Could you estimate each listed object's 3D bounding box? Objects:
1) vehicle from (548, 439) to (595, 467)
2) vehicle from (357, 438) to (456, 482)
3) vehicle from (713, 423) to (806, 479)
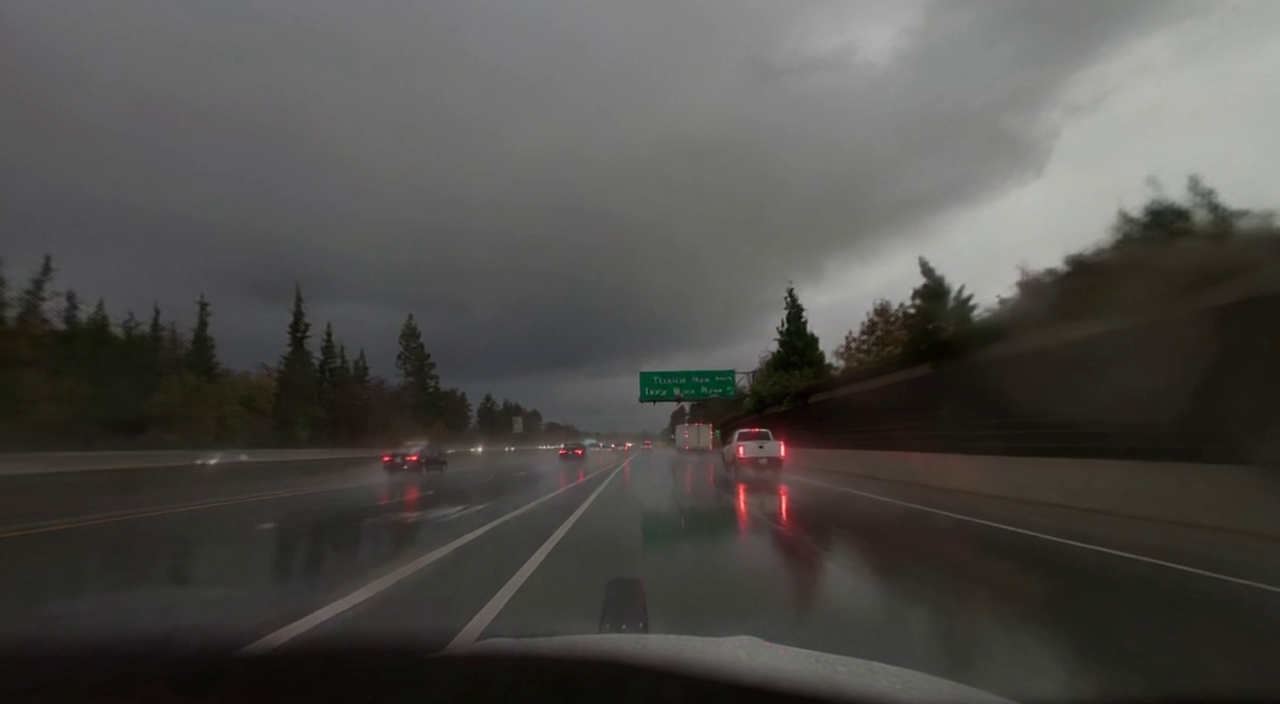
[{"bbox_3d":[-3.753,5.619,35.263,1.981,1.473,4.317,0,-8,2],"label":"vehicle"},{"bbox_3d":[-8.555,3.977,23.565,1.899,1.465,4.589,0,-8,0],"label":"vehicle"},{"bbox_3d":[4.561,3.929,25.373,2.355,1.930,6.633,0,-8,-1],"label":"vehicle"}]
